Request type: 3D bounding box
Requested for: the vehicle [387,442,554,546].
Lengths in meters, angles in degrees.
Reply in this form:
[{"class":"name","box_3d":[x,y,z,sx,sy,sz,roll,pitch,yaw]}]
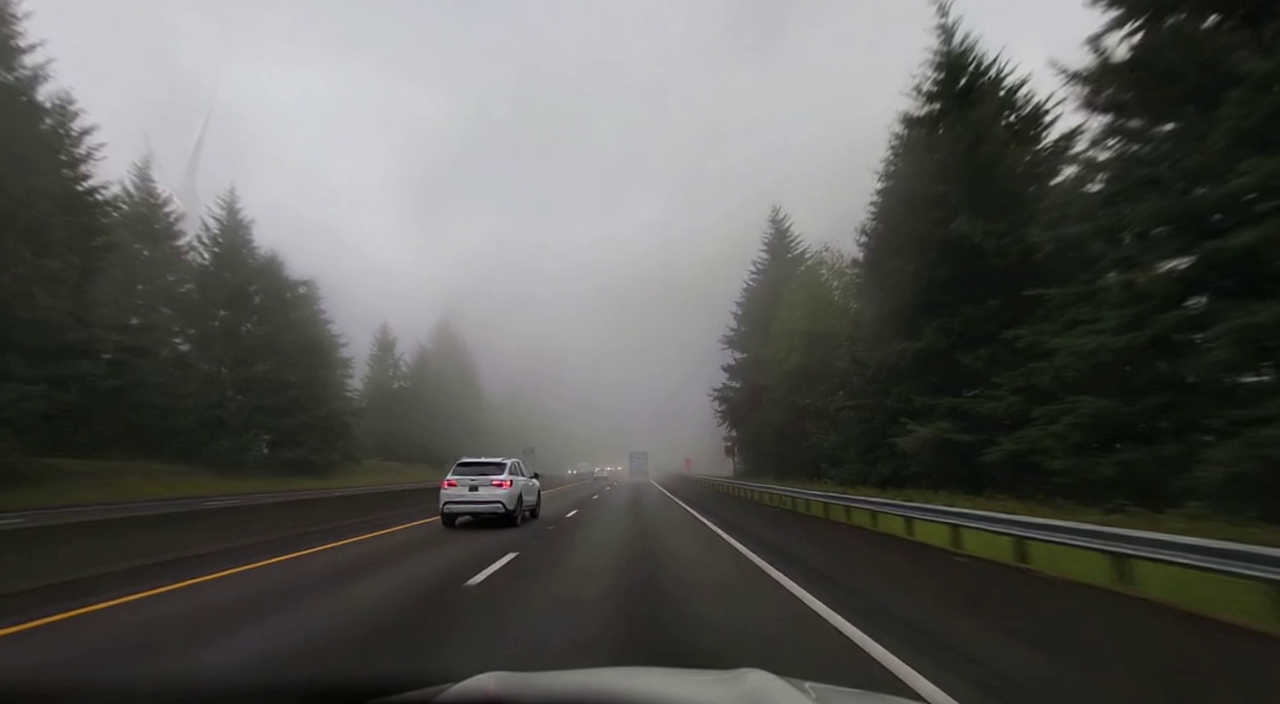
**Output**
[{"class":"vehicle","box_3d":[-3.191,2.832,12.989,2.124,1.705,4.440,1,-11,1]}]
